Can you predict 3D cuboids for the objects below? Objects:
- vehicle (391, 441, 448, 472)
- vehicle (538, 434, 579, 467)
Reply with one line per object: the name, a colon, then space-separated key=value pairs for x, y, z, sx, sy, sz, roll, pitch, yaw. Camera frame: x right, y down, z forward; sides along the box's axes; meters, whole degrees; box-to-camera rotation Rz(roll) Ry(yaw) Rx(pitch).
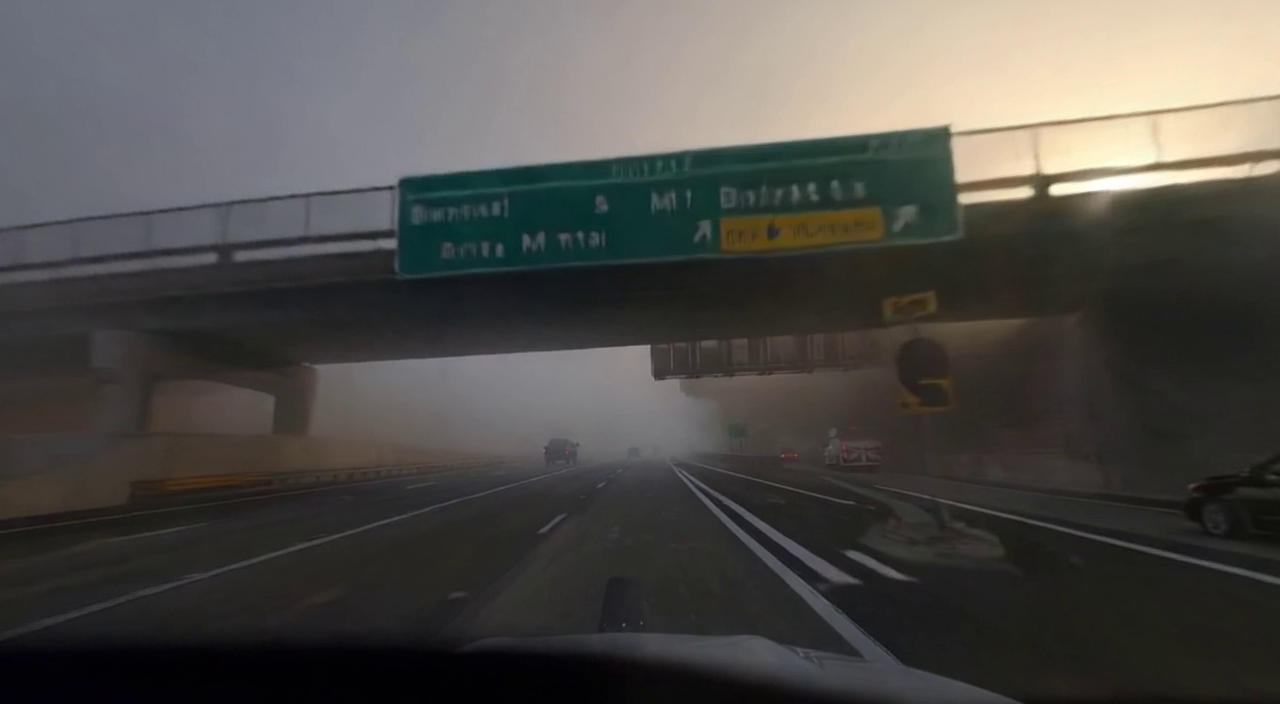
vehicle: x=-15.378 y=7.320 z=44.383 sx=2.088 sy=2.011 sz=4.960 roll=0 pitch=-8 yaw=1
vehicle: x=-6.344 y=7.725 z=49.643 sx=2.264 sy=2.379 sz=5.248 roll=0 pitch=-8 yaw=2
